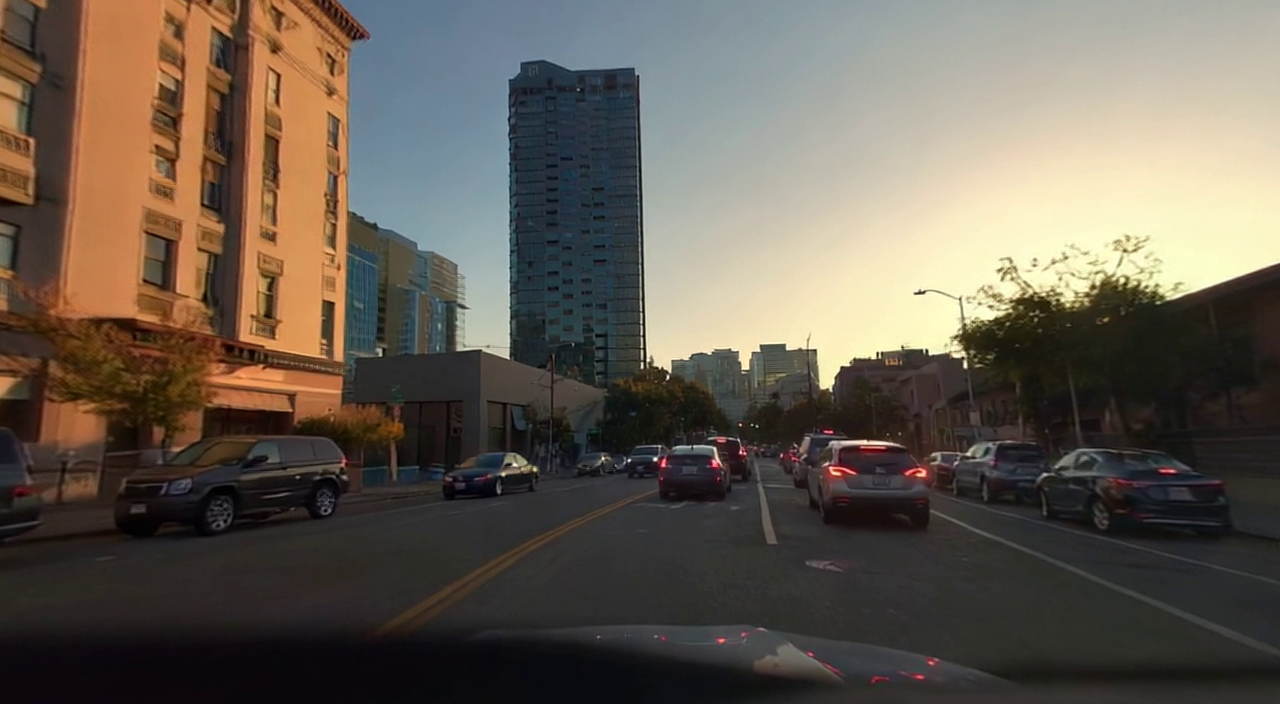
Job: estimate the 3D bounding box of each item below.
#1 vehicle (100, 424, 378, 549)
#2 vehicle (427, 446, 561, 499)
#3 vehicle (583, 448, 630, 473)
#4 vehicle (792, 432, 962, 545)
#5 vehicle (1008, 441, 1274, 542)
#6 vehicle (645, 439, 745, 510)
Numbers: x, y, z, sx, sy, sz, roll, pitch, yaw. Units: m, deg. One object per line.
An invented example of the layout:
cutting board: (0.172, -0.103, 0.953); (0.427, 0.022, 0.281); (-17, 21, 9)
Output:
vehicle: (-7.459, 2.486, 12.393); (1.934, 1.770, 4.546); (-9, -9, 11)
vehicle: (-4.643, 3.869, 20.758); (1.928, 1.503, 4.322); (-4, -9, 27)
vehicle: (-2.124, 7.013, 40.940); (2.040, 1.492, 4.318); (-2, -9, 11)
vehicle: (3.724, 2.161, 10.733); (1.982, 1.510, 4.144); (-2, -9, 11)
vehicle: (9.067, 2.486, 12.097); (1.901, 1.500, 4.729); (-2, -8, 10)
vehicle: (1.441, 2.840, 15.155); (2.031, 1.461, 3.763); (-2, -8, 10)
